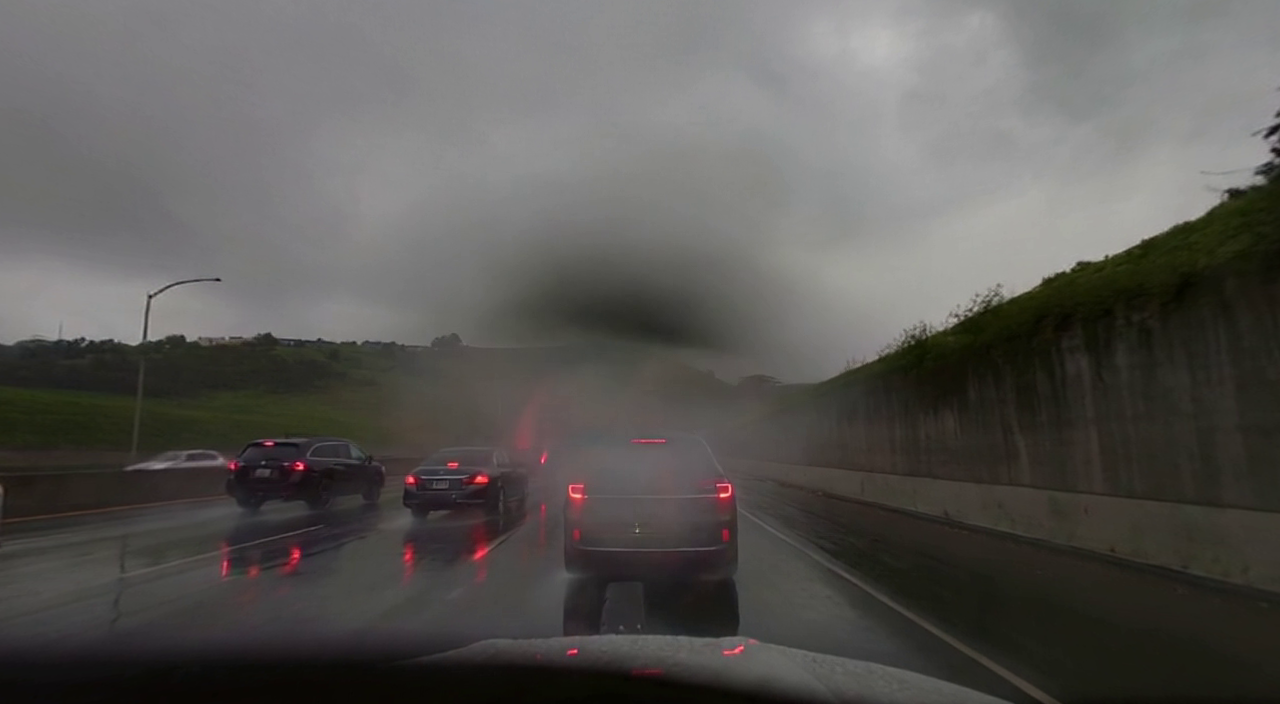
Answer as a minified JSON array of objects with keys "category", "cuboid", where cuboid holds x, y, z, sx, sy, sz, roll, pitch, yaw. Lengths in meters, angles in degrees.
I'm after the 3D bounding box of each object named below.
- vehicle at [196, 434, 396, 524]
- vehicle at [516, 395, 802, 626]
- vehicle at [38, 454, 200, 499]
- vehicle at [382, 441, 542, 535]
[{"category":"vehicle","cuboid":[-7.497,2.800,14.448,1.986,1.700,4.558,0,-9,0]},{"category":"vehicle","cuboid":[0.105,1.635,7.614,2.210,1.760,5.303,0,-9,-1]},{"category":"vehicle","cuboid":[-18.871,4.495,23.209,2.152,1.462,4.416,0,-9,1]},{"category":"vehicle","cuboid":[-3.235,2.542,12.382,1.917,1.506,3.949,0,-9,1]}]
